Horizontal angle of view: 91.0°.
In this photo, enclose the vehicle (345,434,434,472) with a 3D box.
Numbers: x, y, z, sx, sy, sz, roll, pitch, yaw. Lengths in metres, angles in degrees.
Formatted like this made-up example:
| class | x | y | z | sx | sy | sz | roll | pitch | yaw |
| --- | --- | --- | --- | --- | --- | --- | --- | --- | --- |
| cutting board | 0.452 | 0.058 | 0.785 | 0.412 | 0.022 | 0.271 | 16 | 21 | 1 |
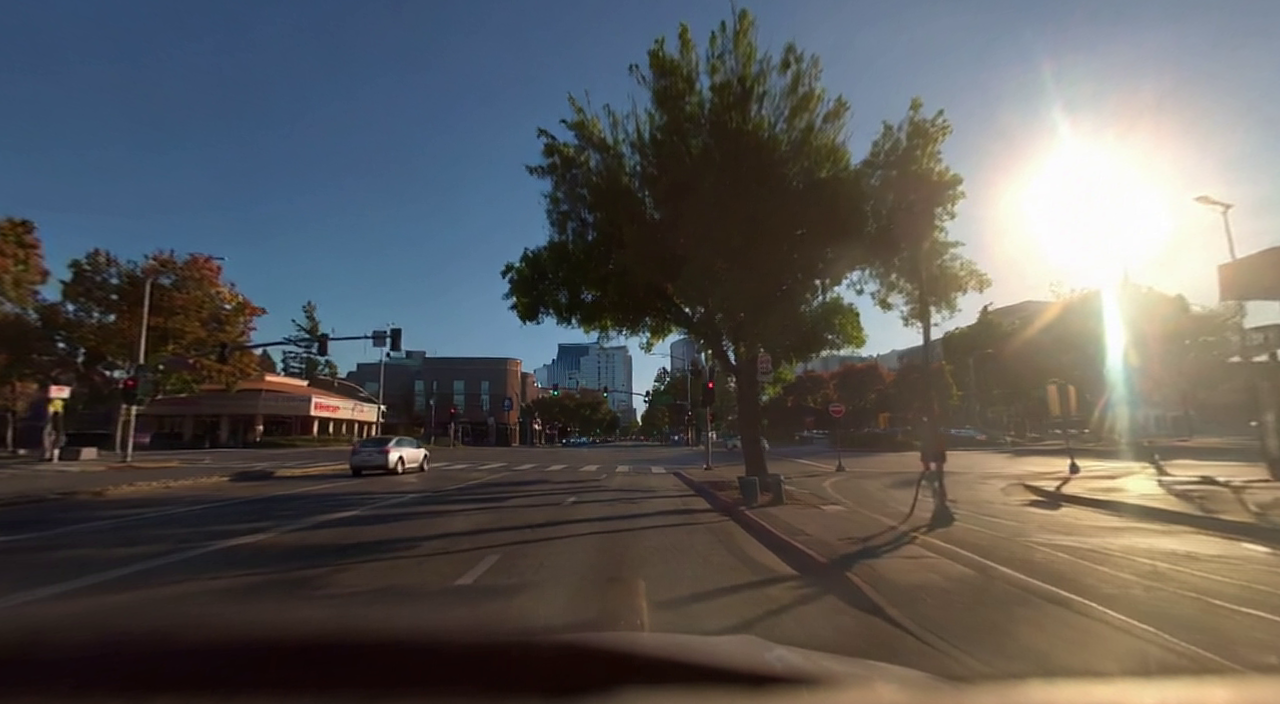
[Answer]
| class | x | y | z | sx | sy | sz | roll | pitch | yaw |
| --- | --- | --- | --- | --- | --- | --- | --- | --- | --- |
| vehicle | -10.731 | 4.368 | 27.417 | 1.924 | 1.502 | 4.727 | 0 | -9 | 0 |
